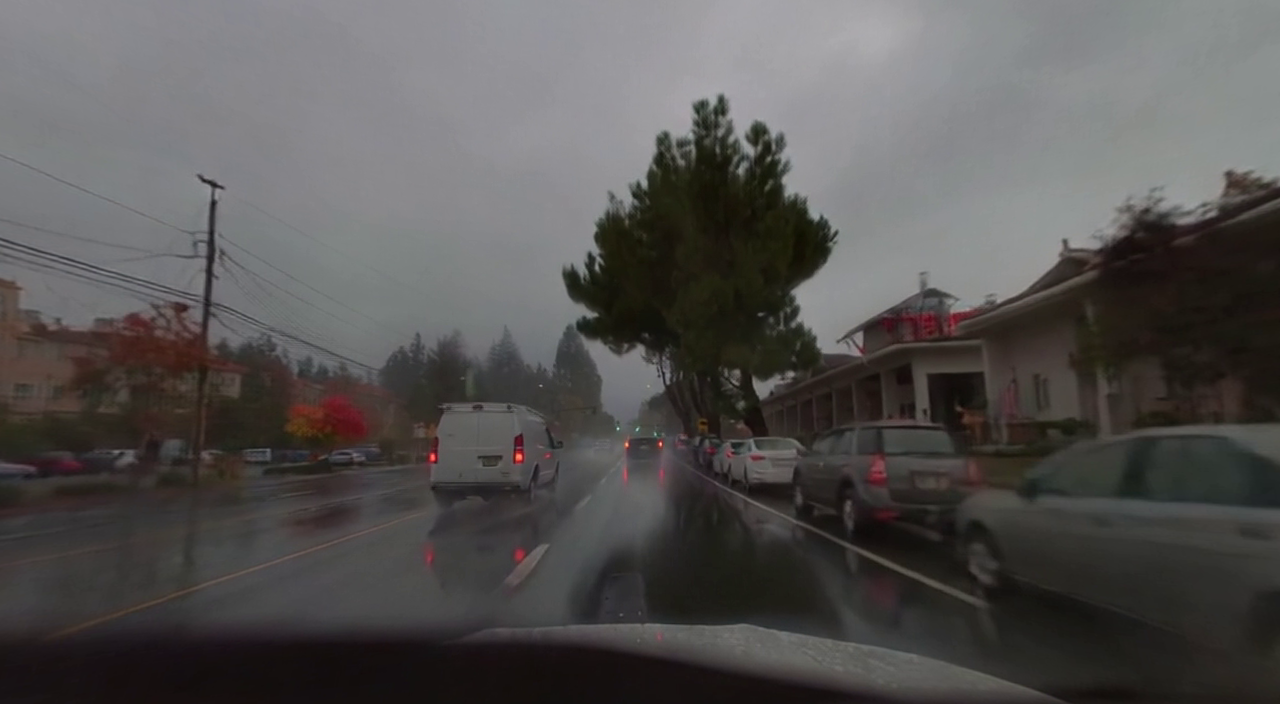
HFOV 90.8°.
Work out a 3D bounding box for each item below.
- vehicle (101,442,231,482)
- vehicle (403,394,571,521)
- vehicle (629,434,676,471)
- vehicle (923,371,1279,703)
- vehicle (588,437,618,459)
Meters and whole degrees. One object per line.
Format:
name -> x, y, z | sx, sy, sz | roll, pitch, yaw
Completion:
vehicle -> -23.969, 5.560, 32.075 | 4.791, 1.928, 2.144 | 0, -8, 0
vehicle -> -2.864, 2.158, 13.280 | 2.213, 2.123, 5.124 | 0, -8, 0
vehicle -> 0.541, 4.904, 30.970 | 2.126, 1.657, 4.132 | 0, -8, 0
vehicle -> 3.816, 1.054, 3.753 | 1.947, 1.646, 4.782 | 0, -8, -1
vehicle -> -2.887, 7.575, 49.846 | 2.028, 1.689, 4.162 | 0, -8, 1
